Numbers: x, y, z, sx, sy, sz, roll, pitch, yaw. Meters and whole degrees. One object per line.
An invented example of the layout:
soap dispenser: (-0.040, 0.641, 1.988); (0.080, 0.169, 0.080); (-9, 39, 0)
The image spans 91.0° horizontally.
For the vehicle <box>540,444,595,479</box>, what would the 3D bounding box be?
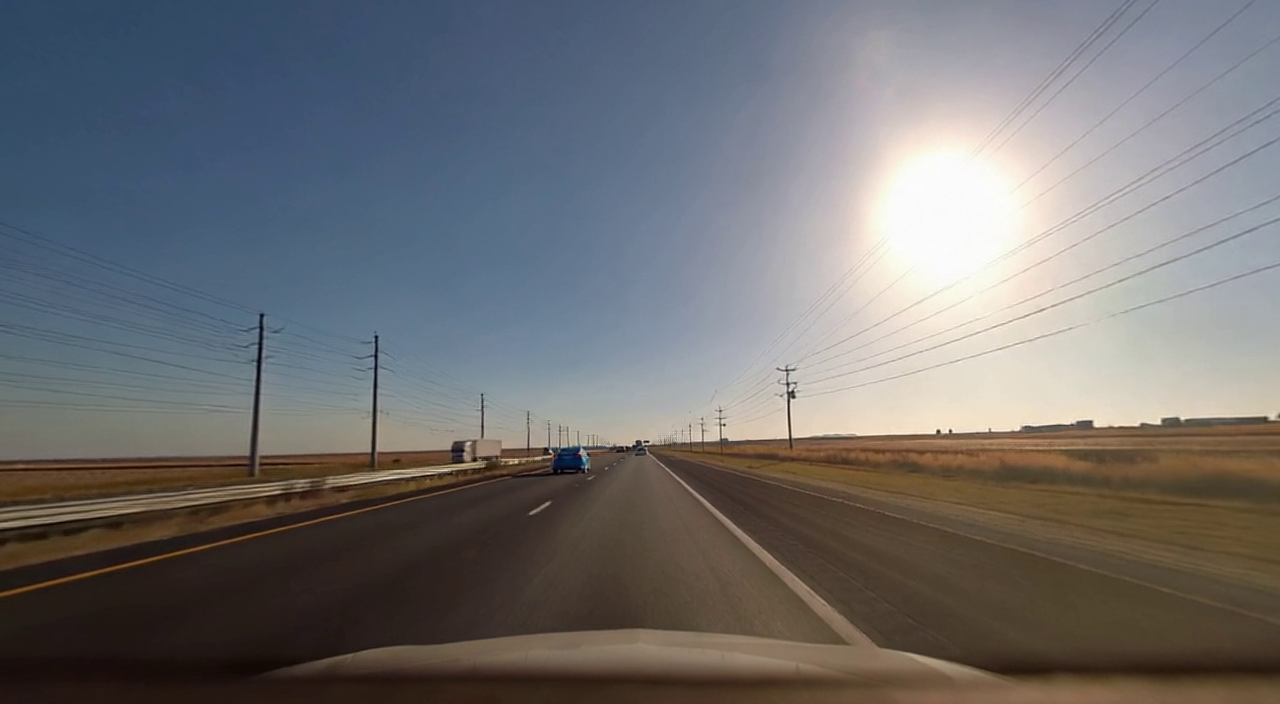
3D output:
vehicle: (-3.453, 5.330, 30.921); (2.106, 1.543, 4.465); (0, -9, 1)
